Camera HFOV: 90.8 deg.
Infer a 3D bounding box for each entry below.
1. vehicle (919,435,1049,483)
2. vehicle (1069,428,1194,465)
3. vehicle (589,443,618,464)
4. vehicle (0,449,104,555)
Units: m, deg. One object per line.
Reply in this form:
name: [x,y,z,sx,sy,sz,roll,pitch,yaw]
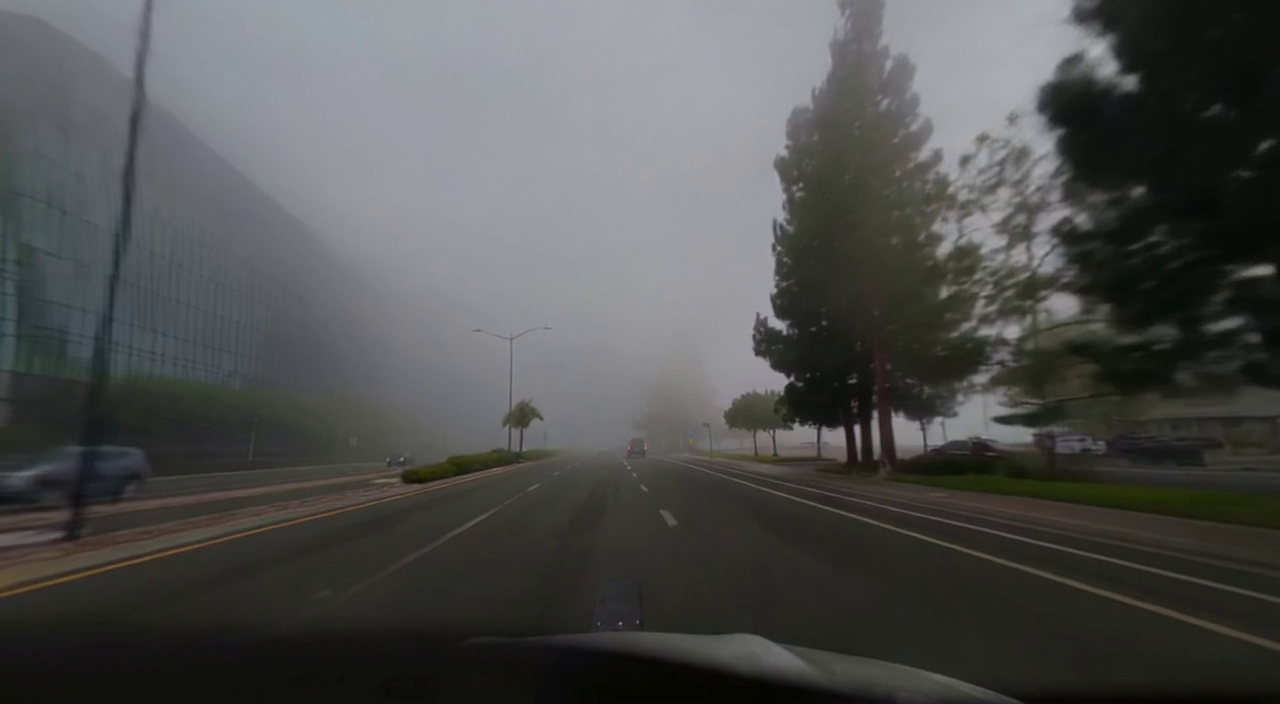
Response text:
vehicle: [12.349,3.856,23.107,2.024,1.575,4.498,0,-8,-3]
vehicle: [24.715,4.767,31.893,4.463,1.786,2.110,0,-8,-1]
vehicle: [-2.726,7.545,47.047,2.080,1.445,4.096,0,-8,-3]
vehicle: [-9.387,1.982,8.295,1.792,1.383,3.360,0,-8,-3]
